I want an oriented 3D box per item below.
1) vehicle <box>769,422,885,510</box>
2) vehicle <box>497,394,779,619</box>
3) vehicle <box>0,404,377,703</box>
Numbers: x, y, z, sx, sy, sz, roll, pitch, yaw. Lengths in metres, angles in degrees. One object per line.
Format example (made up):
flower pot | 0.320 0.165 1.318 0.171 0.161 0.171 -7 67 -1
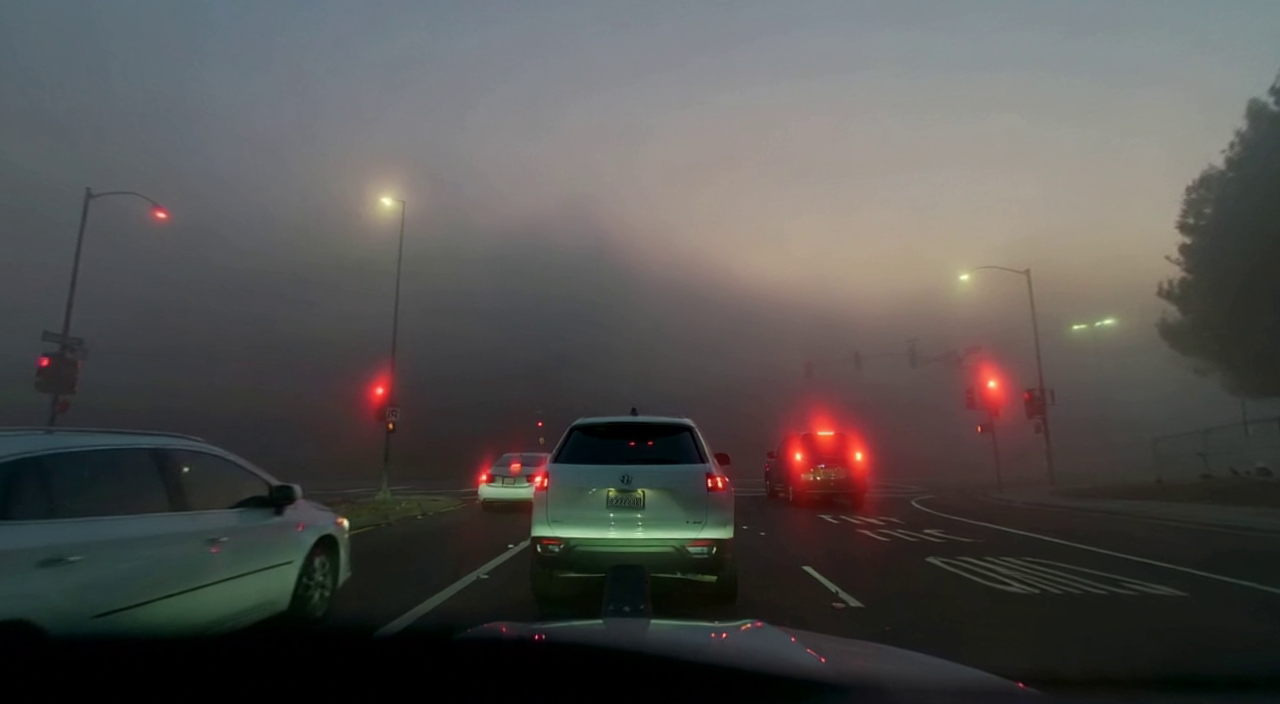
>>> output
vehicle | 4.813 2.992 16.936 2.084 2.053 4.073 -1 -8 4
vehicle | -0.037 1.529 7.183 2.203 1.757 4.286 0 -8 -1
vehicle | -3.352 1.071 3.326 1.913 1.453 4.413 0 -8 2
